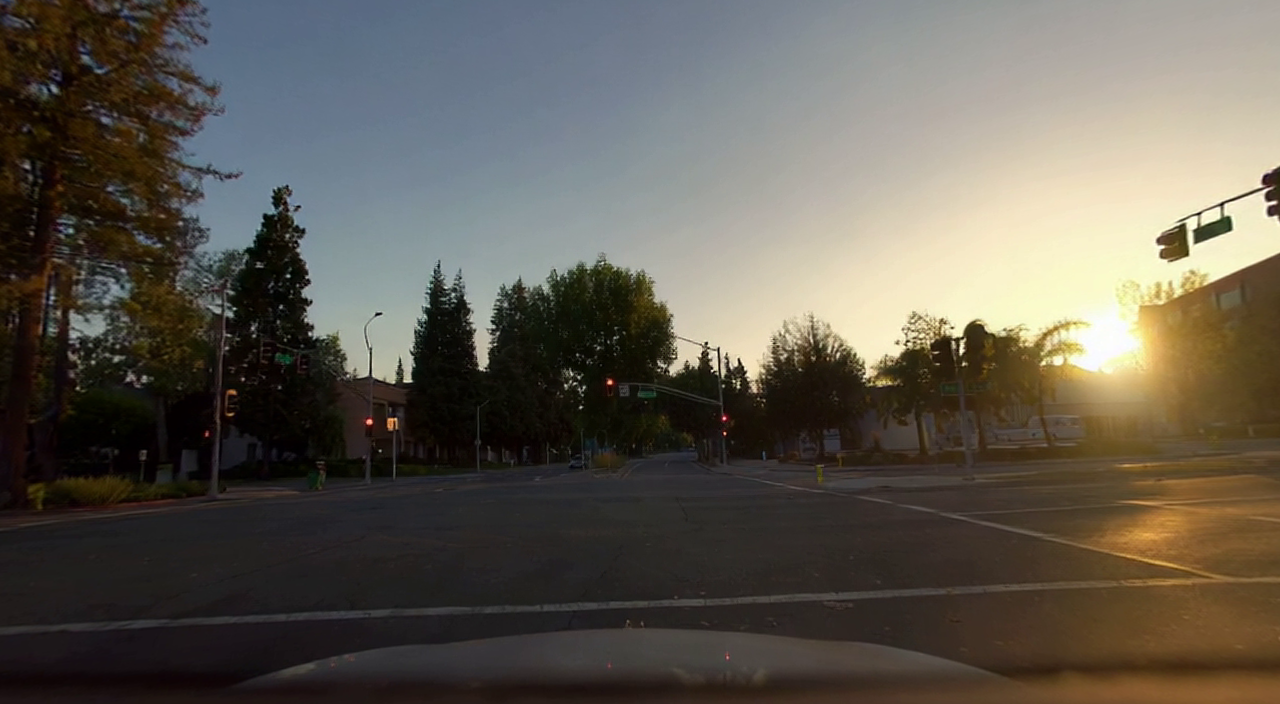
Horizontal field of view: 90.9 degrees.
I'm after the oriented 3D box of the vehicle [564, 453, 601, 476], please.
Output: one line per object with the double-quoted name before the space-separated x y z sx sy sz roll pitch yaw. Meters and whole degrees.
"vehicle" -4.499 8.850 49.851 2.030 1.704 4.205 -1 -8 7
